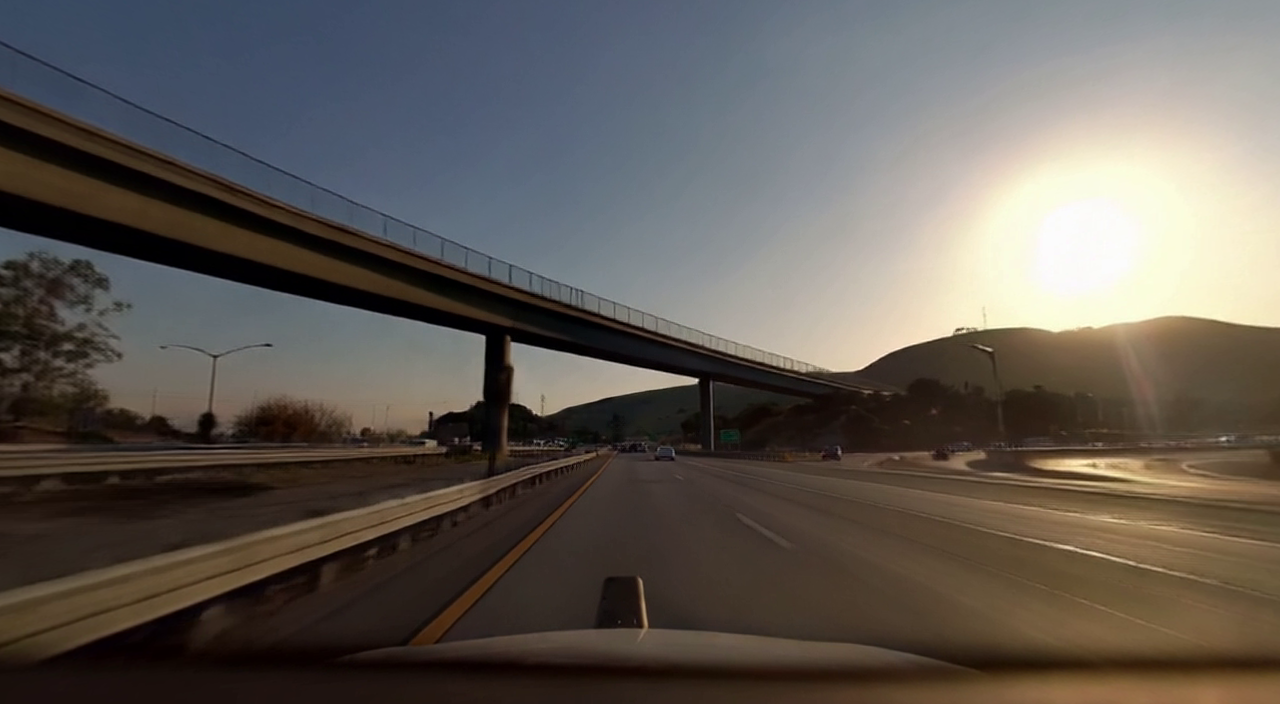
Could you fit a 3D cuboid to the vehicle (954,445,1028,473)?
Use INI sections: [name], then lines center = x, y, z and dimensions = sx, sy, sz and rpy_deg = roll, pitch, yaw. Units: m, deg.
[vehicle]
center = 20.727, 6.288, 37.520
dimensions = 1.885, 1.510, 4.372
rpy_deg = 0, -8, 0
